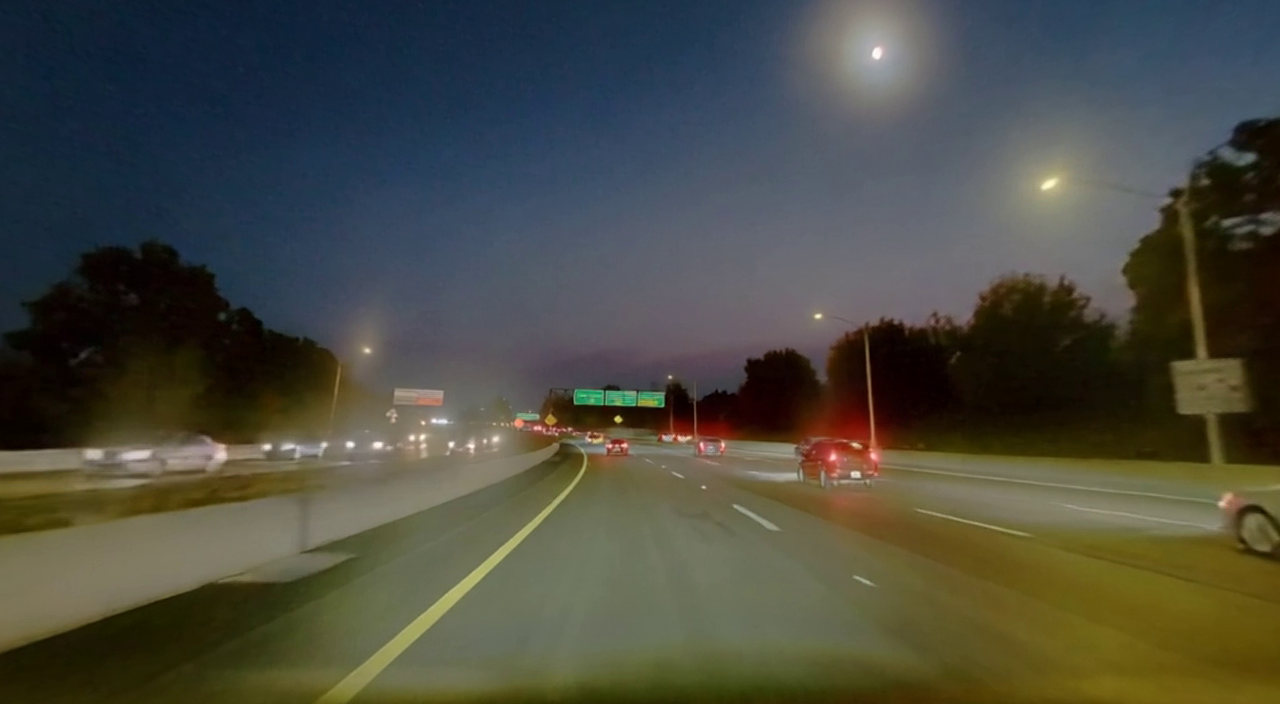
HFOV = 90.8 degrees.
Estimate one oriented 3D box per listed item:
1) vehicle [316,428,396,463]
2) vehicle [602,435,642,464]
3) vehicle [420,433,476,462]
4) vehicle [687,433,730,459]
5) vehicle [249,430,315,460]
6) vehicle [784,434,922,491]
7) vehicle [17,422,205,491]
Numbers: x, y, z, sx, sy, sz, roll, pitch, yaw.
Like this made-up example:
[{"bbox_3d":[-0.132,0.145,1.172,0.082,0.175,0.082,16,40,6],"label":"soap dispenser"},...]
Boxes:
[{"bbox_3d":[-16.065,5.344,36.091,2.345,1.818,5.149,0,-9,-2],"label":"vehicle"},{"bbox_3d":[-1.076,5.586,36.275,2.090,1.510,4.280,1,-9,-4],"label":"vehicle"},{"bbox_3d":[-10.449,5.254,34.707,1.900,1.491,4.406,0,-9,-3],"label":"vehicle"},{"bbox_3d":[4.472,6.245,42.089,2.094,1.652,3.955,1,-9,-5],"label":"vehicle"},{"bbox_3d":[-23.190,6.086,41.127,1.970,1.823,4.503,1,-9,-6],"label":"vehicle"},{"bbox_3d":[6.239,3.315,19.282,2.196,1.494,4.735,1,-9,-5],"label":"vehicle"},{"bbox_3d":[-14.478,2.891,17.657,1.912,1.685,3.901,0,-9,-3],"label":"vehicle"}]
